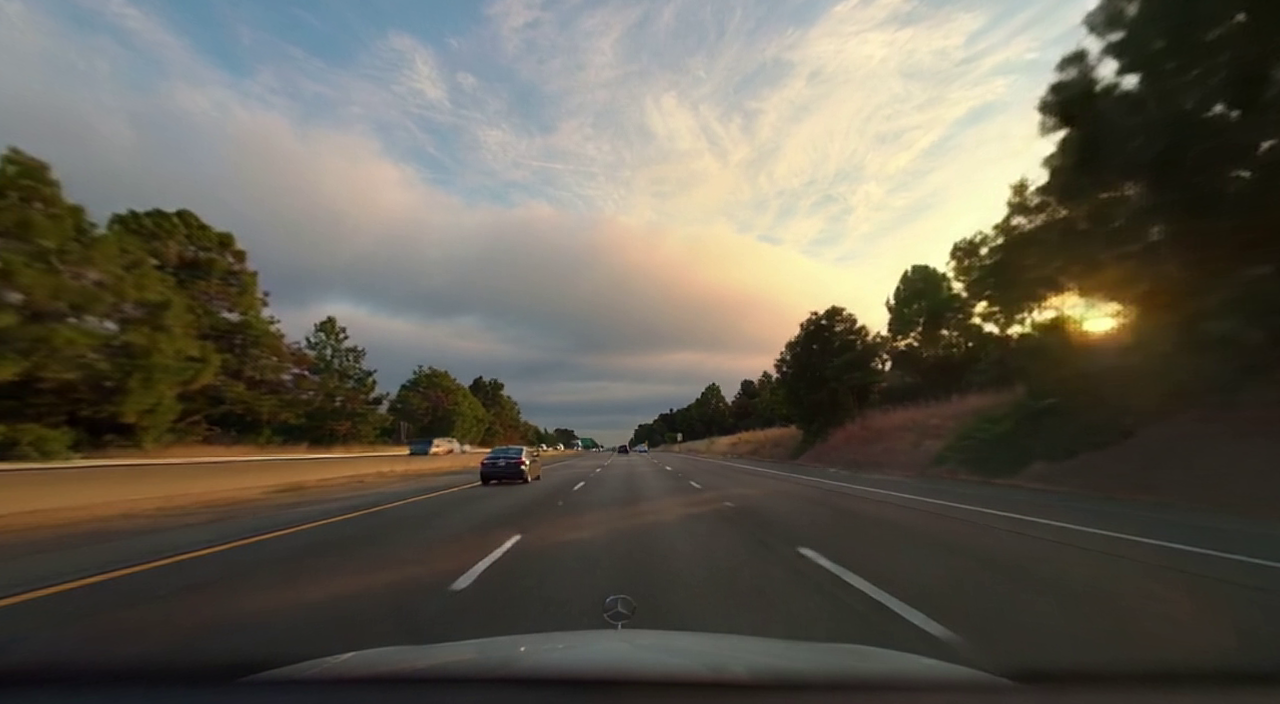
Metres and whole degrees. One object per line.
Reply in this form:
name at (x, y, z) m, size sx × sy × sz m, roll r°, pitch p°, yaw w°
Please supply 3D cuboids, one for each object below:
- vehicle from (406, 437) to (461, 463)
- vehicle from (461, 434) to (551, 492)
vehicle at (-13.753, 6.541, 42.152) m, size 2.117 × 1.618 × 4.919 m, roll 0°, pitch -9°, yaw -1°
vehicle at (-4.374, 3.704, 21.315) m, size 2.111 × 1.717 × 4.426 m, roll 0°, pitch -9°, yaw 0°
